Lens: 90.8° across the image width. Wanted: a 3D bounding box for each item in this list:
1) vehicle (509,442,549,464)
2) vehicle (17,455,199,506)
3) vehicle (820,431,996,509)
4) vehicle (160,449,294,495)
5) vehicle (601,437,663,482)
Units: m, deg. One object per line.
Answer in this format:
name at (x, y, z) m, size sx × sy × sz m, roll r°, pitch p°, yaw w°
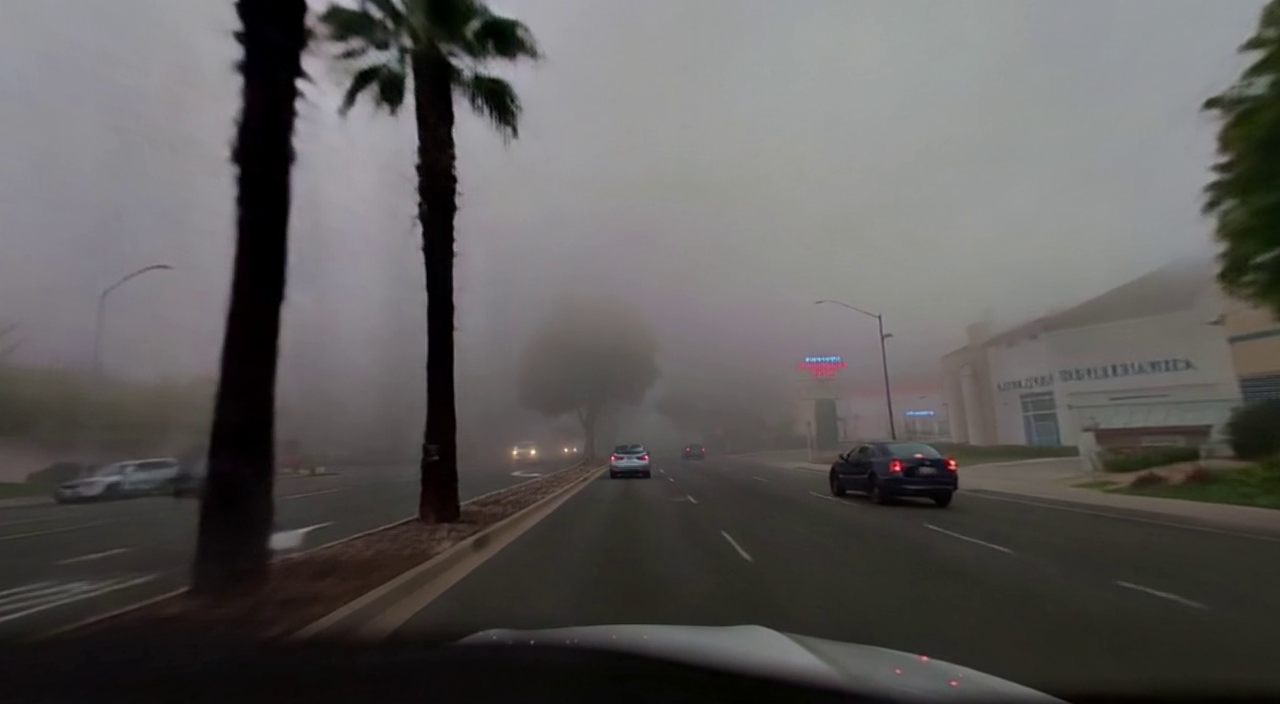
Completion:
vehicle at (-8.367, 7.663, 48.137) m, size 2.049 × 1.543 × 5.131 m, roll 0°, pitch -9°, yaw 0°
vehicle at (-18.461, 4.420, 22.243) m, size 1.968 × 1.524 × 4.390 m, roll -3°, pitch -9°, yaw 20°
vehicle at (6.319, 2.842, 15.677) m, size 2.244 × 1.618 × 4.585 m, roll 0°, pitch -9°, yaw -1°
vehicle at (-14.986, 4.339, 23.274) m, size 2.015 × 1.509 × 4.295 m, roll 0°, pitch -9°, yaw 0°
vehicle at (-0.308, 3.998, 23.734) m, size 2.106 × 1.496 × 3.964 m, roll 0°, pitch -9°, yaw -1°
